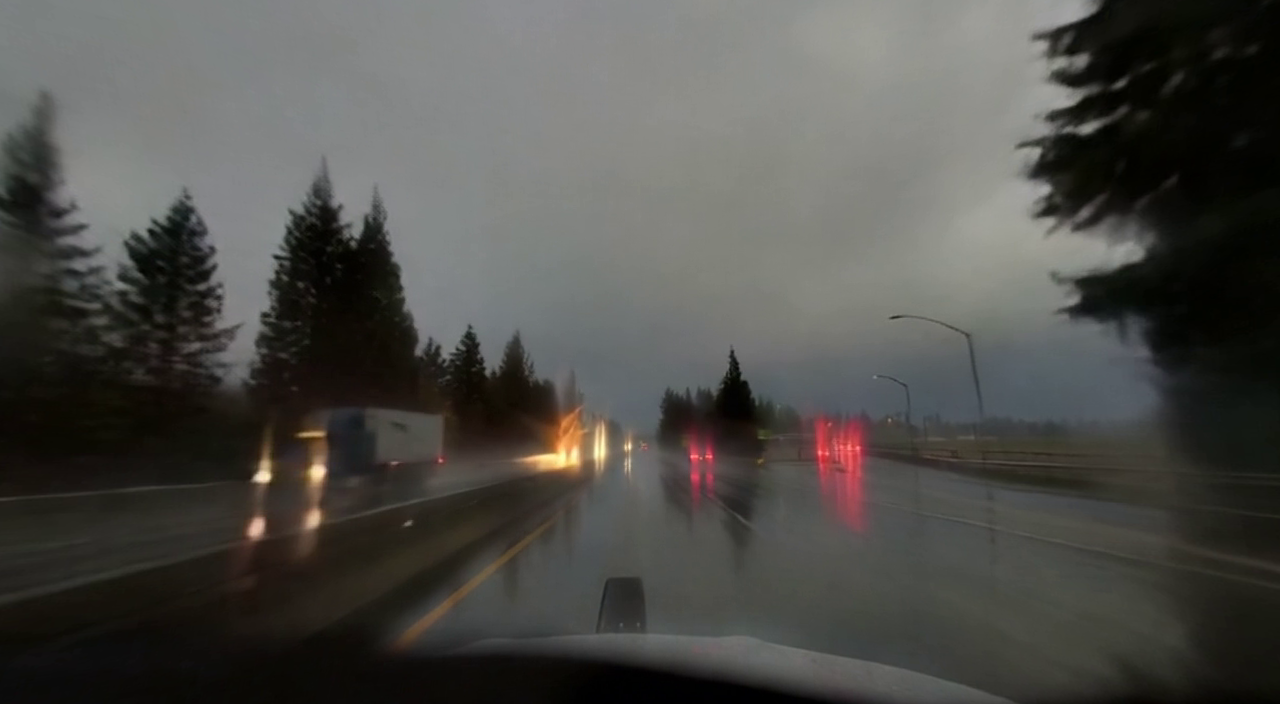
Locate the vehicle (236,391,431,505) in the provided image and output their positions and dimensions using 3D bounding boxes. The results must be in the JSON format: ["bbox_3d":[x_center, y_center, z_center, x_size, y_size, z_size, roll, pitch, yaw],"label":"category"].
[{"bbox_3d":[-12.976,4.357,28.641,2.904,4.097,11.763,0,-9,0],"label":"vehicle"}]

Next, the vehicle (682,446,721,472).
[{"bbox_3d":[3.865,6.826,40.343,2.013,1.584,3.995,0,-9,-1],"label":"vehicle"}]
